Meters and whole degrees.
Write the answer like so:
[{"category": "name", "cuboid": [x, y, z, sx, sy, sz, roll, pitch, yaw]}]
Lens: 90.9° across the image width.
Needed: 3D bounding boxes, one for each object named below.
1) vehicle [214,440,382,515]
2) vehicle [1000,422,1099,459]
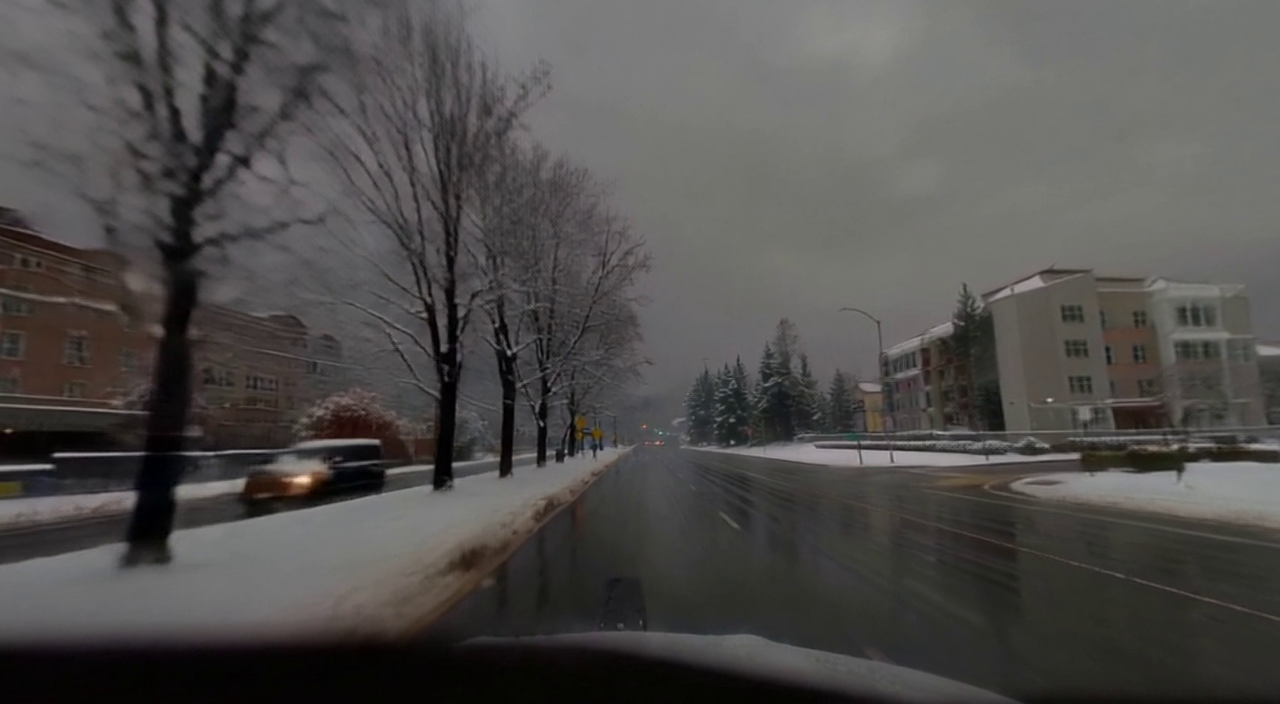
[{"category": "vehicle", "cuboid": [-8.526, 3.114, 16.278, 1.948, 1.647, 4.275, 0, -8, 0]}, {"category": "vehicle", "cuboid": [27.899, 6.097, 43.296, 2.186, 2.298, 5.989, 1, -8, -7]}]
